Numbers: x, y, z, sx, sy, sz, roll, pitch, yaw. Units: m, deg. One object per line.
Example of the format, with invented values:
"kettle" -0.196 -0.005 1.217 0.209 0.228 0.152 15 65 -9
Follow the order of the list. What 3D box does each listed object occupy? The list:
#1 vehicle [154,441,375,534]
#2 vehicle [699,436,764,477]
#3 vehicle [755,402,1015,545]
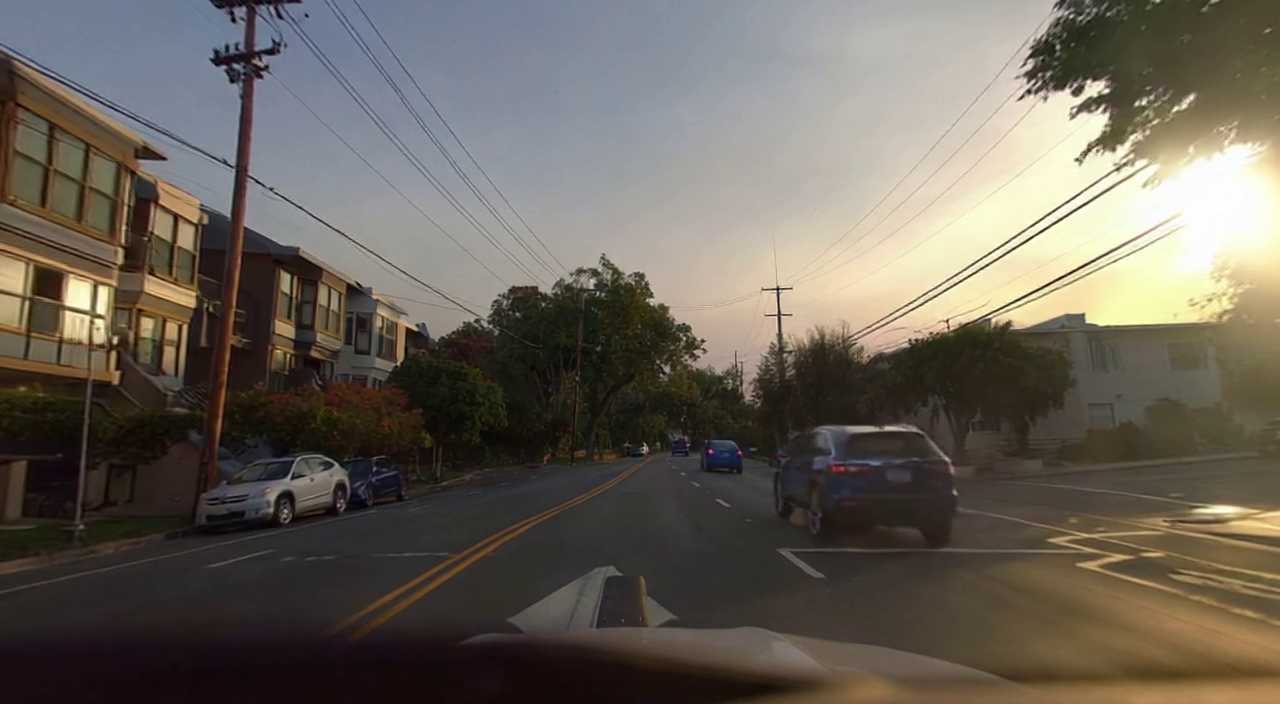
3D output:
"vehicle" -8.509 3.064 14.949 2.381 1.825 4.652 0 -8 0
"vehicle" 3.716 4.332 26.291 2.028 1.552 4.370 0 -8 -1
"vehicle" 3.653 1.943 10.705 2.368 1.840 4.896 0 -8 -1
